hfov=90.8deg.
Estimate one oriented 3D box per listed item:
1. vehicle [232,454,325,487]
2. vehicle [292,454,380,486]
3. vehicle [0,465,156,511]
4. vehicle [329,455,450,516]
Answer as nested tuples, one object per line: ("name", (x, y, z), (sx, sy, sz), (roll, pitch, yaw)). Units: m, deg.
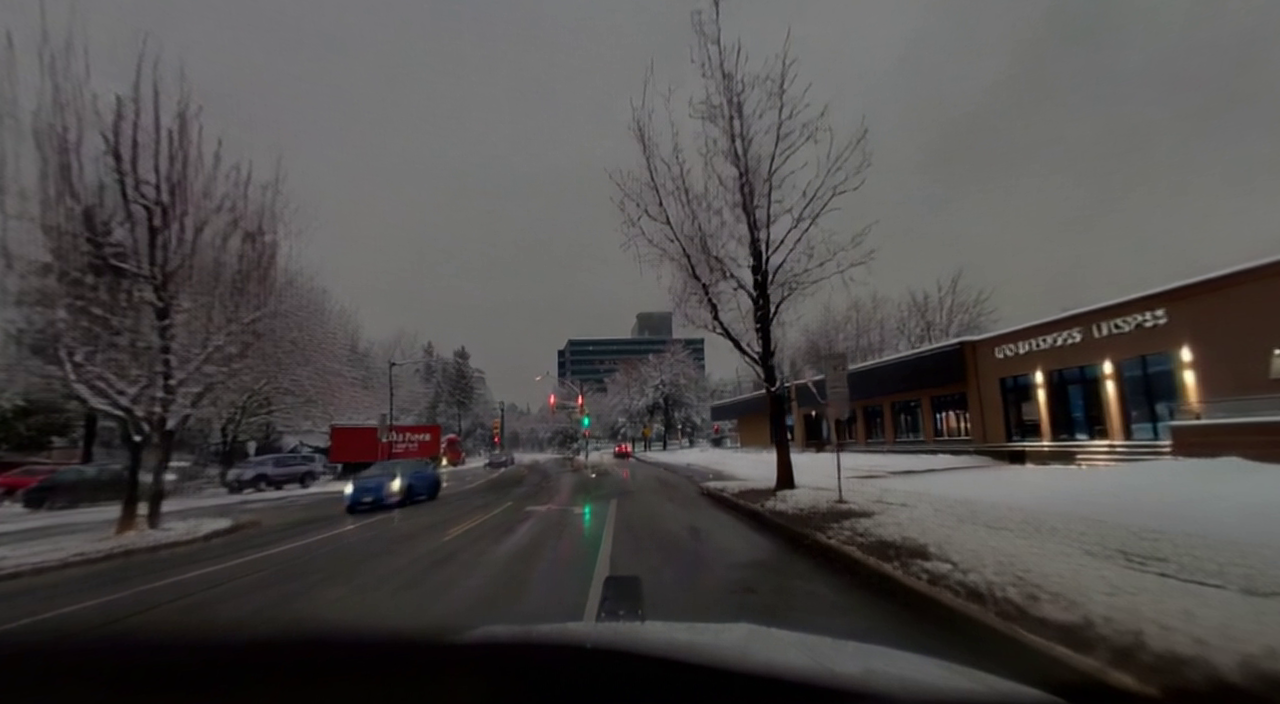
("vehicle", (-21.686, 7.106, 38.116), (2.025, 1.756, 4.749), (-2, -9, 15))
("vehicle", (-18.161, 7.005, 37.985), (2.101, 1.721, 4.587), (-3, -9, 17))
("vehicle", (-22.022, 5.268, 24.782), (1.928, 1.490, 4.462), (-4, -9, 16))
("vehicle", (-7.328, 3.922, 19.036), (1.899, 1.517, 4.384), (0, -9, -1))
